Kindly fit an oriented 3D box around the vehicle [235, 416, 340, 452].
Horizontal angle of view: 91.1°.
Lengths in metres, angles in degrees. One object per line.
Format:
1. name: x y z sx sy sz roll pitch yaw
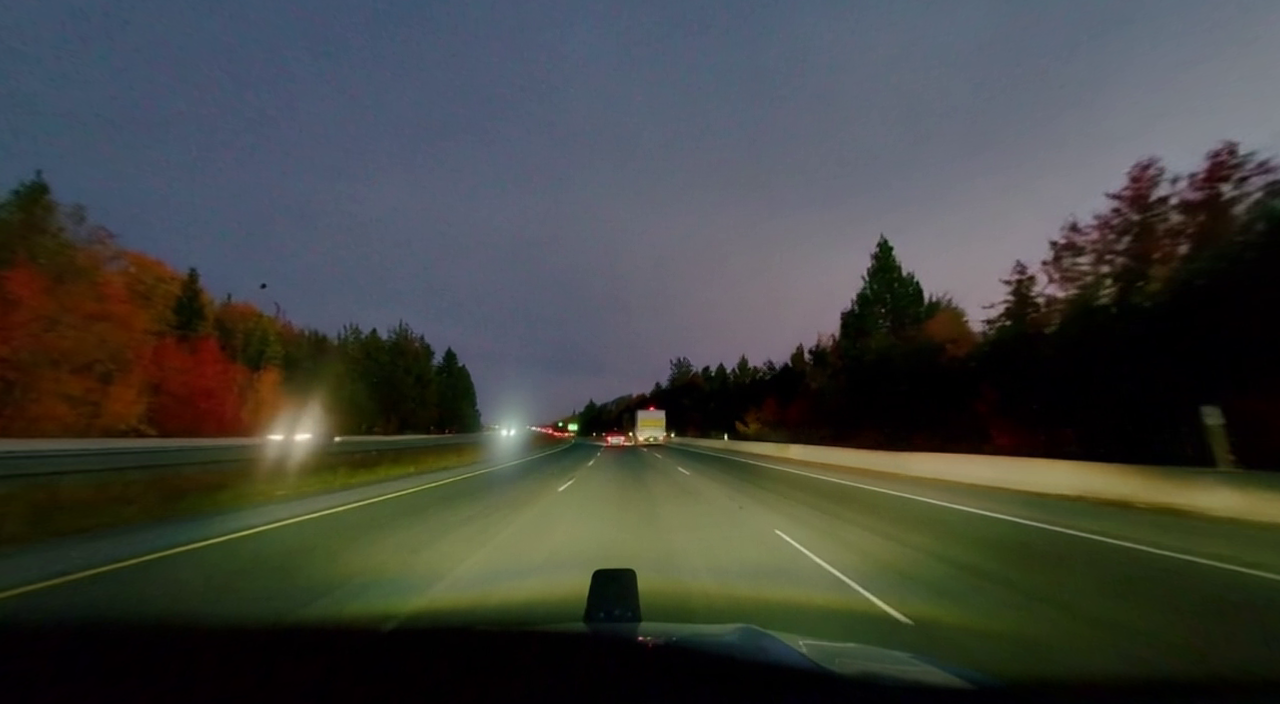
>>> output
1. vehicle: -21.100 4.990 38.058 2.905 1.965 6.093 0 -8 -1
